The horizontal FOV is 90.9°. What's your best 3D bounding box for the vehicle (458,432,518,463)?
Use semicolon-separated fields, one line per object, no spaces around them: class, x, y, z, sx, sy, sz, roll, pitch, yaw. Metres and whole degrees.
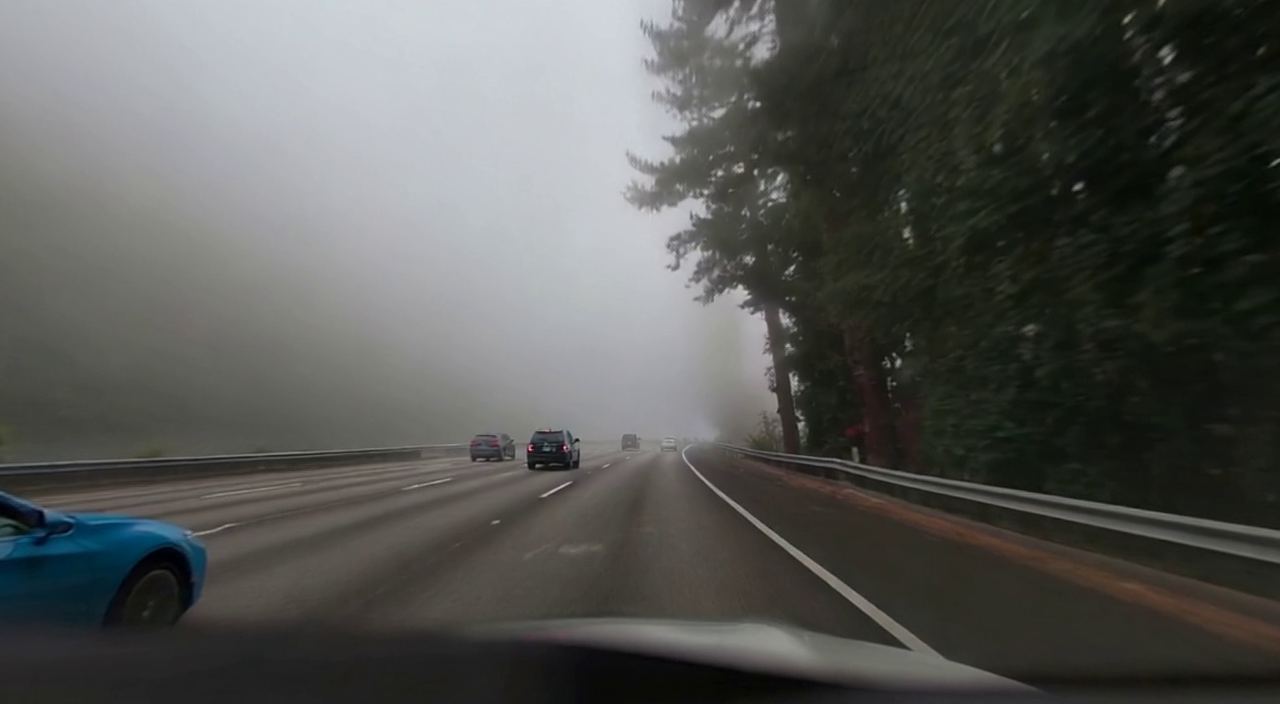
vehicle;-7.596;4.813;31.963;1.883;1.411;4.053;0;-8;3

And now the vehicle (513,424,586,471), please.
vehicle;-3.495;3.811;25.344;2.071;1.716;4.363;0;-8;3
